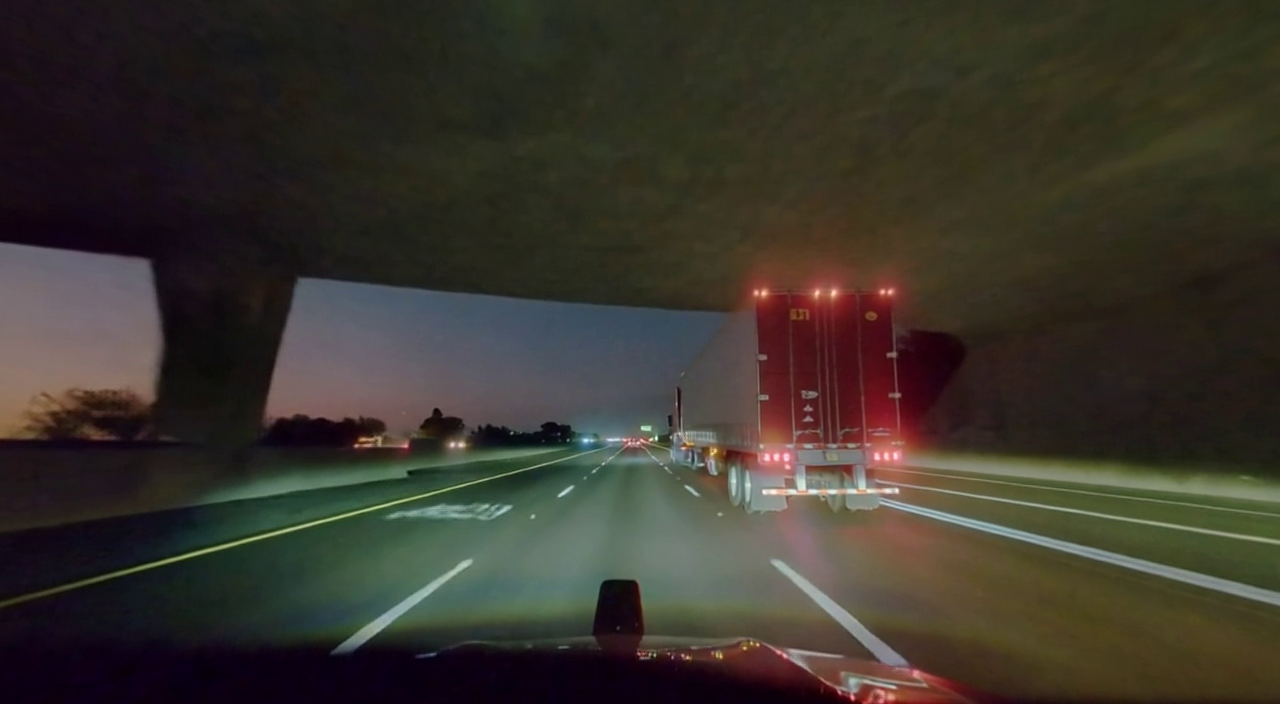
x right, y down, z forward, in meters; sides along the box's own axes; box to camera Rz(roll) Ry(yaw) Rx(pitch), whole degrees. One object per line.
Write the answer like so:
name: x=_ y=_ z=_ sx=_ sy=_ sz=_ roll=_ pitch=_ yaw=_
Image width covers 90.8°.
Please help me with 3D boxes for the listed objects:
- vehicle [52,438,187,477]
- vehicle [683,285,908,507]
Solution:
vehicle: x=-21.662 y=4.419 z=26.572 sx=1.824 sy=1.490 sz=4.483 roll=0 pitch=-9 yaw=1
vehicle: x=3.421 y=2.019 z=19.956 sx=2.743 sy=4.160 sz=16.408 roll=0 pitch=-9 yaw=-1
